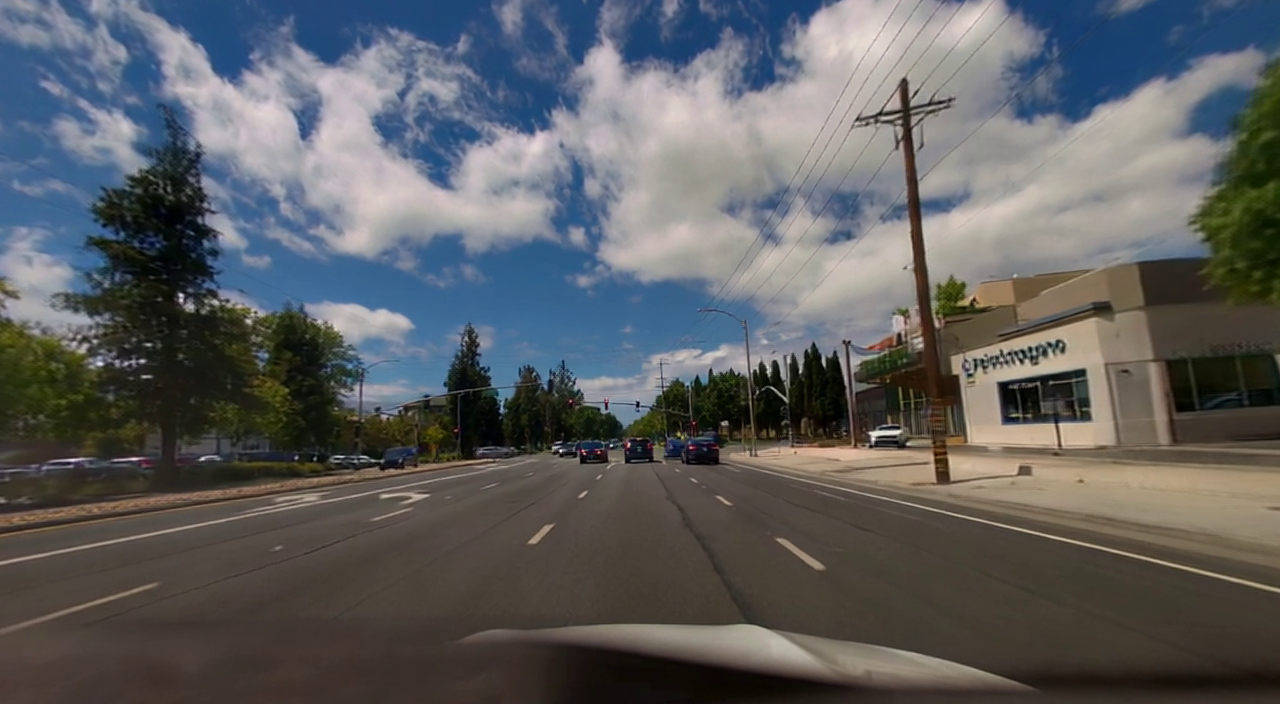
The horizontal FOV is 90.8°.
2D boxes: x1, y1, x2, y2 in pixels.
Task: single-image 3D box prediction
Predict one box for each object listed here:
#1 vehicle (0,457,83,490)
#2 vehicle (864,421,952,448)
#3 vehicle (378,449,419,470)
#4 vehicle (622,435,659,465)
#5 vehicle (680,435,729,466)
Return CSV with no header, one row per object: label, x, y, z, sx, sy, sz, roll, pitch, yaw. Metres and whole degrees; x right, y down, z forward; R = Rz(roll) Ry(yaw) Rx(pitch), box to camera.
vehicle,-34.343,6.769,35.209,4.528,1.675,2.083,5,-10,-31
vehicle,15.745,4.913,37.295,4.344,1.512,1.936,-1,-8,5
vehicle,-18.726,8.331,49.237,1.832,1.515,4.369,1,-8,-5
vehicle,-0.038,5.998,38.810,2.146,1.685,4.003,0,-8,-2
vehicle,3.645,5.689,36.688,2.198,1.660,4.512,0,-8,-2
